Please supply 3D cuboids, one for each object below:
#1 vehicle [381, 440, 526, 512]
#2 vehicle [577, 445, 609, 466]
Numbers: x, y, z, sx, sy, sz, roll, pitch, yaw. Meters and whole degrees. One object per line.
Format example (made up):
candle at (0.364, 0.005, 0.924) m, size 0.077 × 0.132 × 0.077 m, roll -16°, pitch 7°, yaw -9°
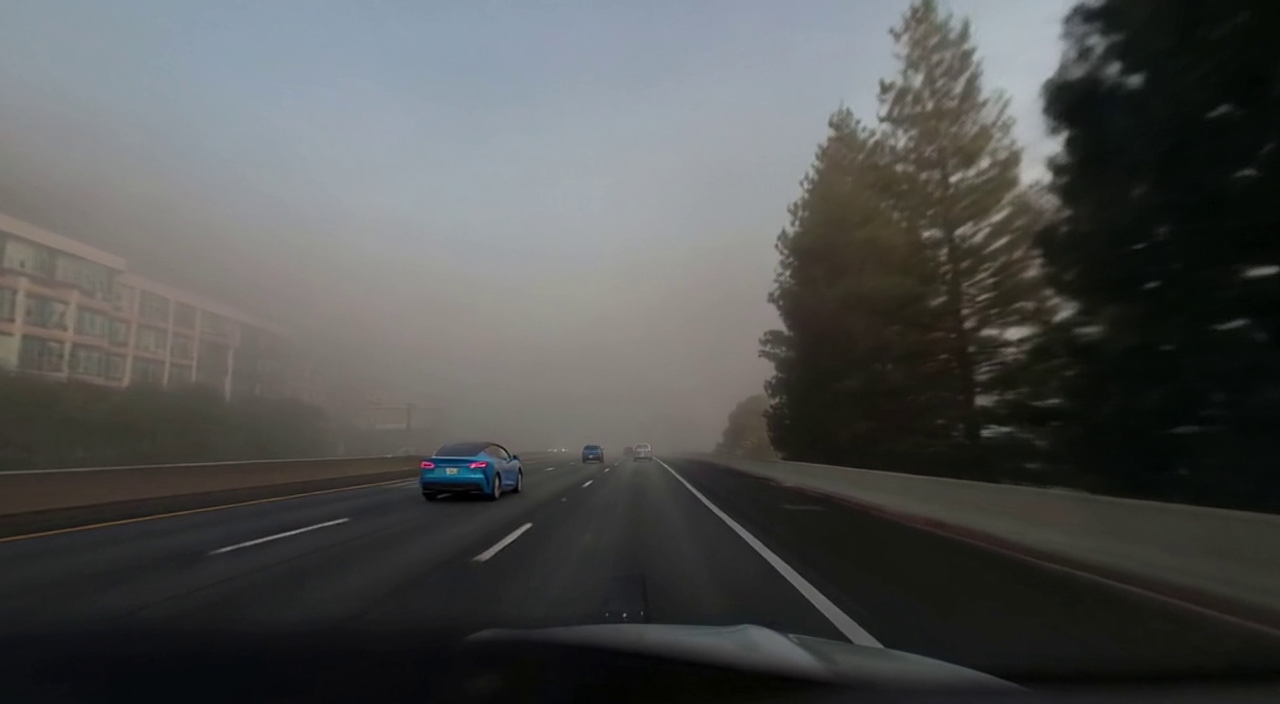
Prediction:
vehicle at (-4.254, 2.888, 15.249) m, size 2.083 × 1.471 × 4.350 m, roll 0°, pitch -8°, yaw 1°
vehicle at (-3.324, 7.410, 45.343) m, size 1.926 × 1.464 × 4.186 m, roll 0°, pitch -8°, yaw 1°
